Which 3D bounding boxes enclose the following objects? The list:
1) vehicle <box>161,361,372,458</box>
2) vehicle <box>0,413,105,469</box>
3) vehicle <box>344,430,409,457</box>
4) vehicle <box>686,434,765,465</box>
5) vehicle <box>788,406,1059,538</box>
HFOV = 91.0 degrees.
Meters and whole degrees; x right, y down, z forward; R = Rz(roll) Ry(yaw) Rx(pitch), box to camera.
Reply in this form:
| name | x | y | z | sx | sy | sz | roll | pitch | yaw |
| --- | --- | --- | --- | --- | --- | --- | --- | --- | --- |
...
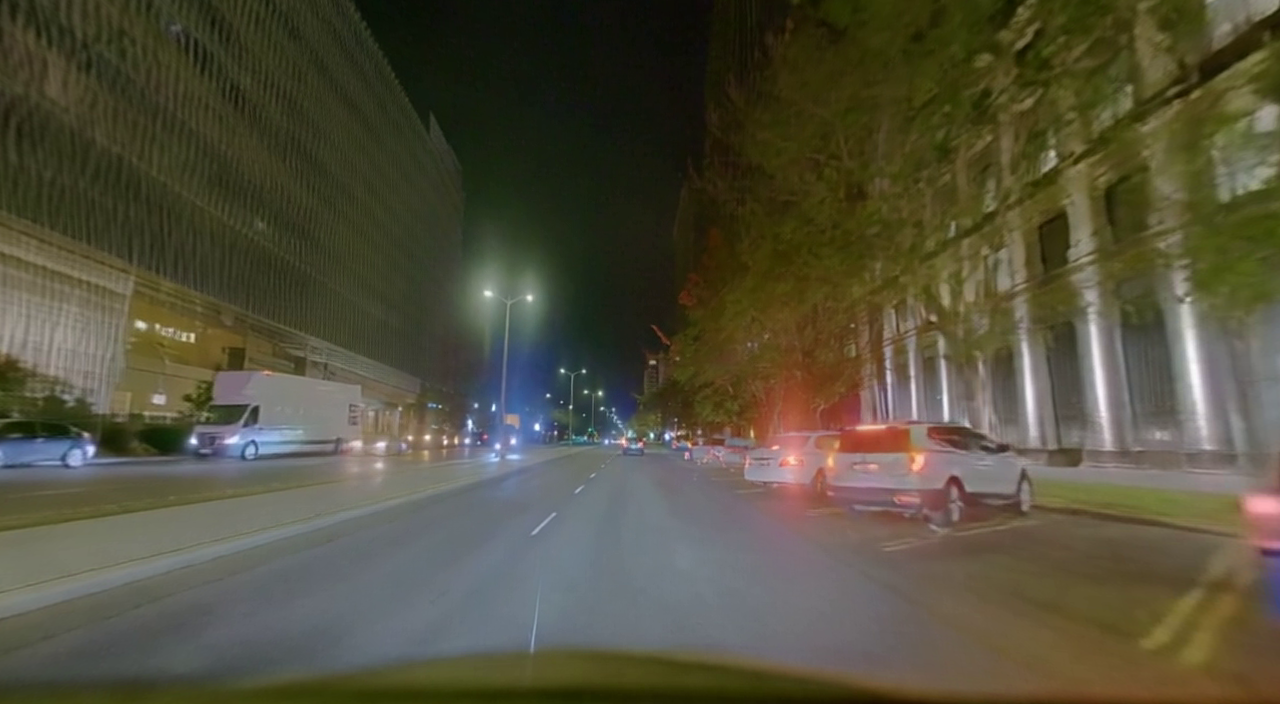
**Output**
| name | x | y | z | sx | sy | sz | roll | pitch | yaw |
| --- | --- | --- | --- | --- | --- | --- | --- | --- | --- |
| vehicle | -18.985 | 3.433 | 34.058 | 3.054 | 4.140 | 14.110 | -1 | -8 | -1 |
| vehicle | -18.648 | 2.632 | 18.507 | 1.909 | 1.518 | 4.459 | -1 | -8 | 0 |
| vehicle | -15.741 | 5.513 | 37.920 | 1.909 | 1.465 | 4.758 | 0 | -8 | -1 |
| vehicle | 4.488 | 5.063 | 32.782 | 3.896 | 1.488 | 1.868 | 6 | -10 | -37 |
| vehicle | 4.712 | 1.812 | 10.208 | 4.585 | 1.660 | 1.969 | 6 | -10 | -37 |
